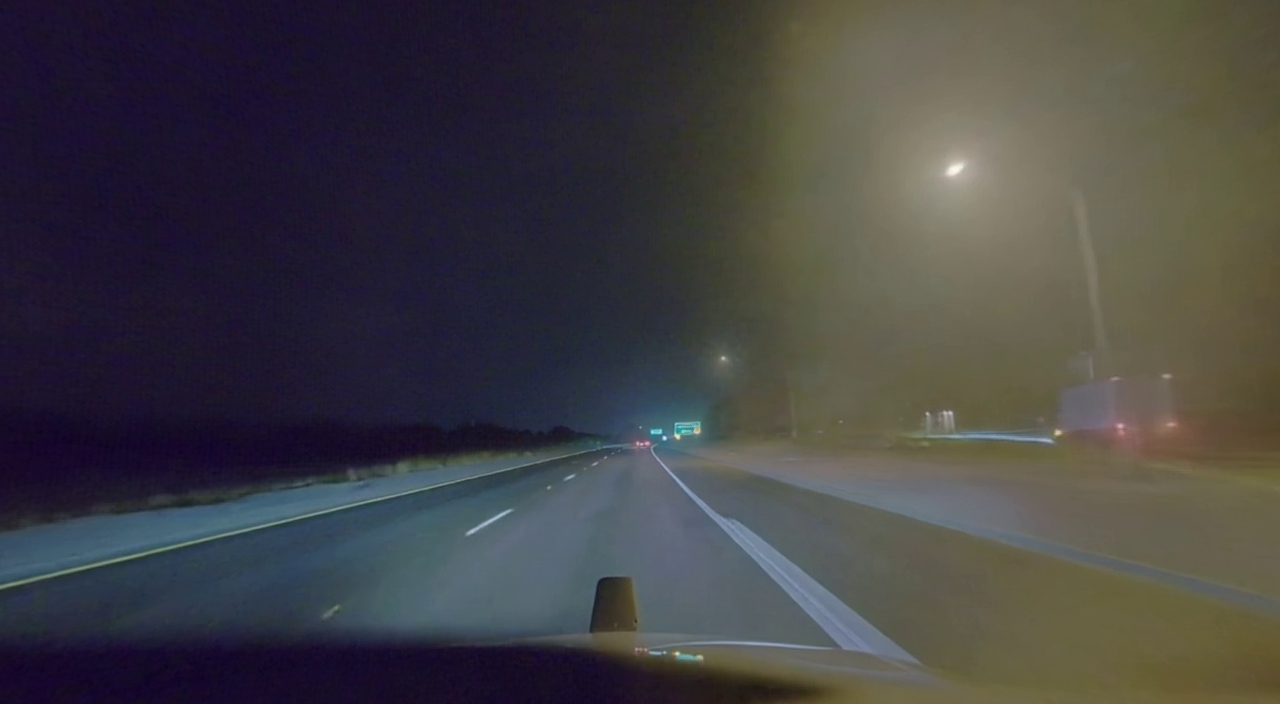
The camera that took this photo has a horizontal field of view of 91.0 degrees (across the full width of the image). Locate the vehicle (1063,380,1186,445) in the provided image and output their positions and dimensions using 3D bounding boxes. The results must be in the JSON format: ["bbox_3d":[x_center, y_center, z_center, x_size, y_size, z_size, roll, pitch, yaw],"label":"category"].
[{"bbox_3d":[30.944,4.238,41.109,2.816,3.490,14.735,-4,-9,24],"label":"vehicle"}]
